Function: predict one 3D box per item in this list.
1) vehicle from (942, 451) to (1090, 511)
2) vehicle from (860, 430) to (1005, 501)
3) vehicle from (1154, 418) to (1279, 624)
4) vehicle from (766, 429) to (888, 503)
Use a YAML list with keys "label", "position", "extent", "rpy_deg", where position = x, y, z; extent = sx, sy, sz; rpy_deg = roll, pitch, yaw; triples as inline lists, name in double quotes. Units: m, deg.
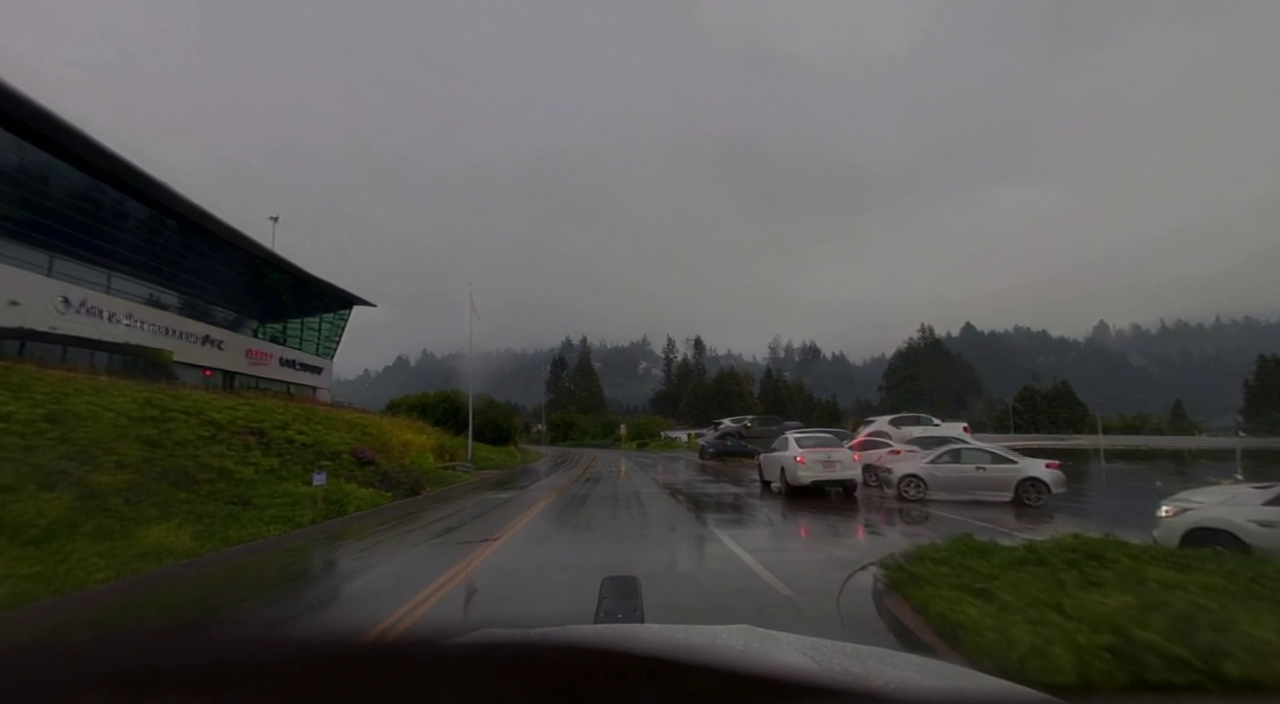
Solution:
- label: "vehicle"
  position: [10.541, 3.601, 18.014]
  extent: [1.819, 1.494, 3.834]
  rpy_deg: [0, -9, 0]
- label: "vehicle"
  position: [8.029, 3.161, 17.846]
  extent: [1.924, 1.713, 4.627]
  rpy_deg: [-1, -9, 1]
- label: "vehicle"
  position: [7.555, 1.470, 5.170]
  extent: [2.113, 1.945, 4.546]
  rpy_deg: [3, -9, -19]
- label: "vehicle"
  position: [5.235, 3.243, 18.303]
  extent: [1.977, 1.860, 4.237]
  rpy_deg: [0, -9, -4]
